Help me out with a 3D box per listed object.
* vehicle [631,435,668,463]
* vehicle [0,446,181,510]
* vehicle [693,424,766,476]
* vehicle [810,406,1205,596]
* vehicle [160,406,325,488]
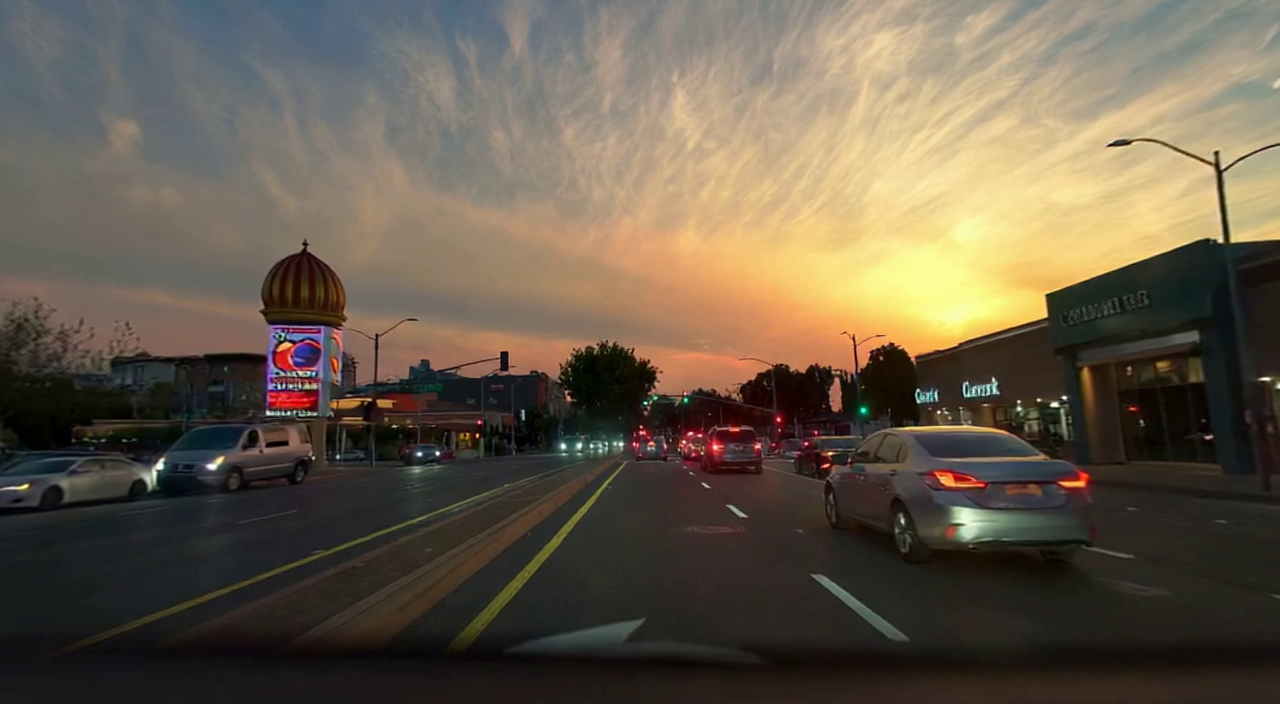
[{"bbox_3d":[0.507,5.670,36.923,2.073,1.496,3.892,0,-8,-1],"label":"vehicle"},{"bbox_3d":[-15.529,3.358,17.430,1.985,1.484,4.879,0,-8,0],"label":"vehicle"},{"bbox_3d":[3.339,3.775,24.533,2.038,1.787,4.946,0,-8,-1],"label":"vehicle"},{"bbox_3d":[3.580,1.529,7.378,1.932,1.517,4.430,0,-8,0],"label":"vehicle"},{"bbox_3d":[-15.194,3.707,24.740,2.371,2.799,5.978,0,-8,1],"label":"vehicle"}]
